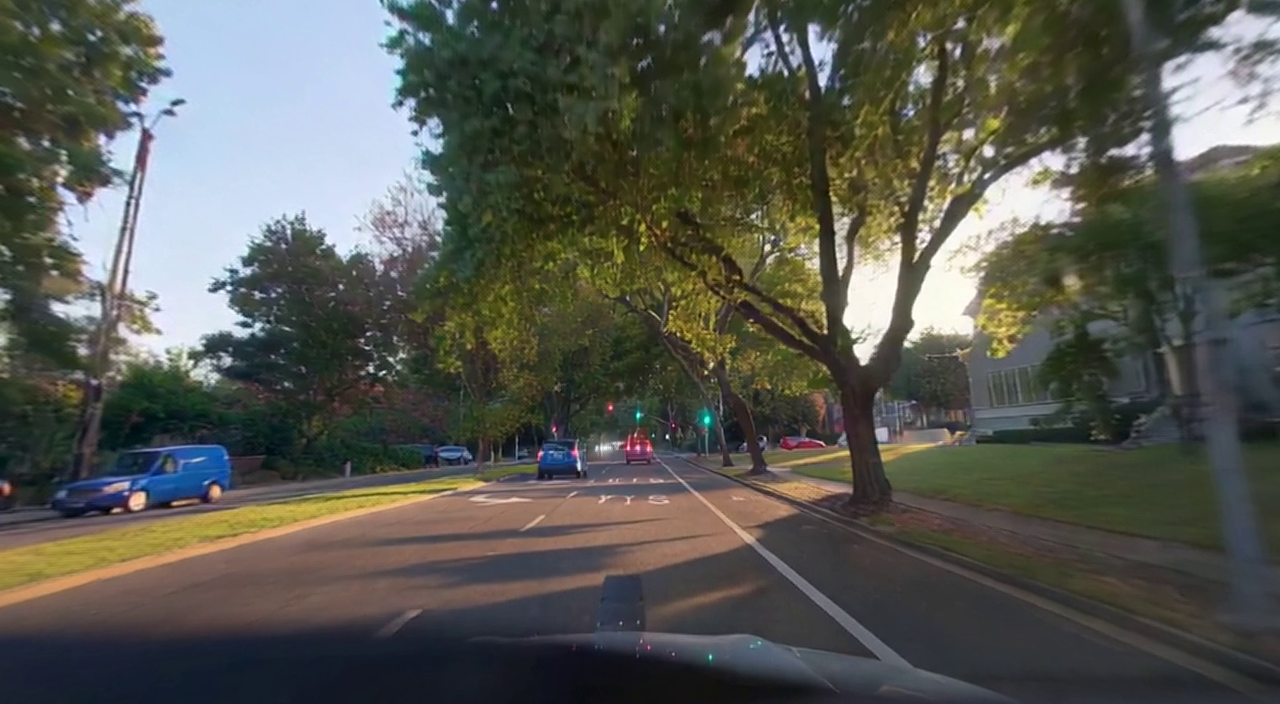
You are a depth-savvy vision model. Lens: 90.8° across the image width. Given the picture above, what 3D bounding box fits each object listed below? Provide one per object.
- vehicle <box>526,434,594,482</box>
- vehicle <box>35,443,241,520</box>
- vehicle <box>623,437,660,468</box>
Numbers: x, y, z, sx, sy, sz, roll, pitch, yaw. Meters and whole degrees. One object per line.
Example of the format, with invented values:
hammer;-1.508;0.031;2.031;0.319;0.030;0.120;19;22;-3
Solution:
vehicle;-3.094;4.200;25.370;2.097;1.755;4.336;0;-8;1
vehicle;-14.051;3.591;18.171;1.996;1.886;4.692;0;-8;0
vehicle;0.051;6.081;38.372;2.088;1.735;4.801;0;-8;-1
